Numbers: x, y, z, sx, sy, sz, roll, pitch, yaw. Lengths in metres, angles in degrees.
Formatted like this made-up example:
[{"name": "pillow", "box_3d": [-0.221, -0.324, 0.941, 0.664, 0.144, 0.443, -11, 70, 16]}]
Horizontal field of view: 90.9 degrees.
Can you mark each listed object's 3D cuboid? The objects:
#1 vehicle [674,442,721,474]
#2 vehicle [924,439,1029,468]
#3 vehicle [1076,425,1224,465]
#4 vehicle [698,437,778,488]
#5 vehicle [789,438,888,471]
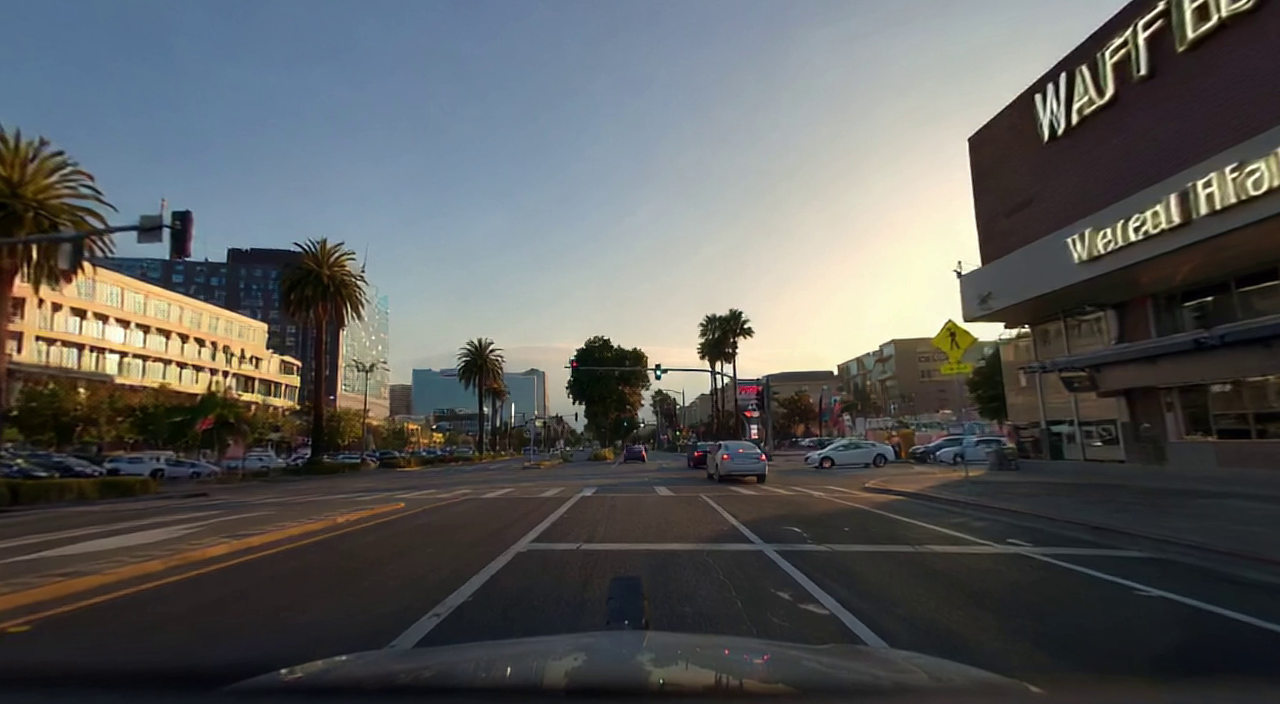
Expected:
[{"name": "vehicle", "box_3d": [2.834, 5.353, 32.105, 1.870, 1.467, 4.800, 0, -8, -1]}, {"name": "vehicle", "box_3d": [18.136, 5.476, 34.081, 4.462, 1.474, 2.083, 0, -8, -2]}, {"name": "vehicle", "box_3d": [27.089, 4.987, 33.666, 5.803, 1.983, 2.284, 0, -9, 0]}, {"name": "vehicle", "box_3d": [3.219, 3.721, 21.498, 1.931, 1.534, 4.126, 0, -8, -2]}, {"name": "vehicle", "box_3d": [10.423, 5.421, 33.383, 4.448, 1.640, 2.160, 0, -8, -1]}]
